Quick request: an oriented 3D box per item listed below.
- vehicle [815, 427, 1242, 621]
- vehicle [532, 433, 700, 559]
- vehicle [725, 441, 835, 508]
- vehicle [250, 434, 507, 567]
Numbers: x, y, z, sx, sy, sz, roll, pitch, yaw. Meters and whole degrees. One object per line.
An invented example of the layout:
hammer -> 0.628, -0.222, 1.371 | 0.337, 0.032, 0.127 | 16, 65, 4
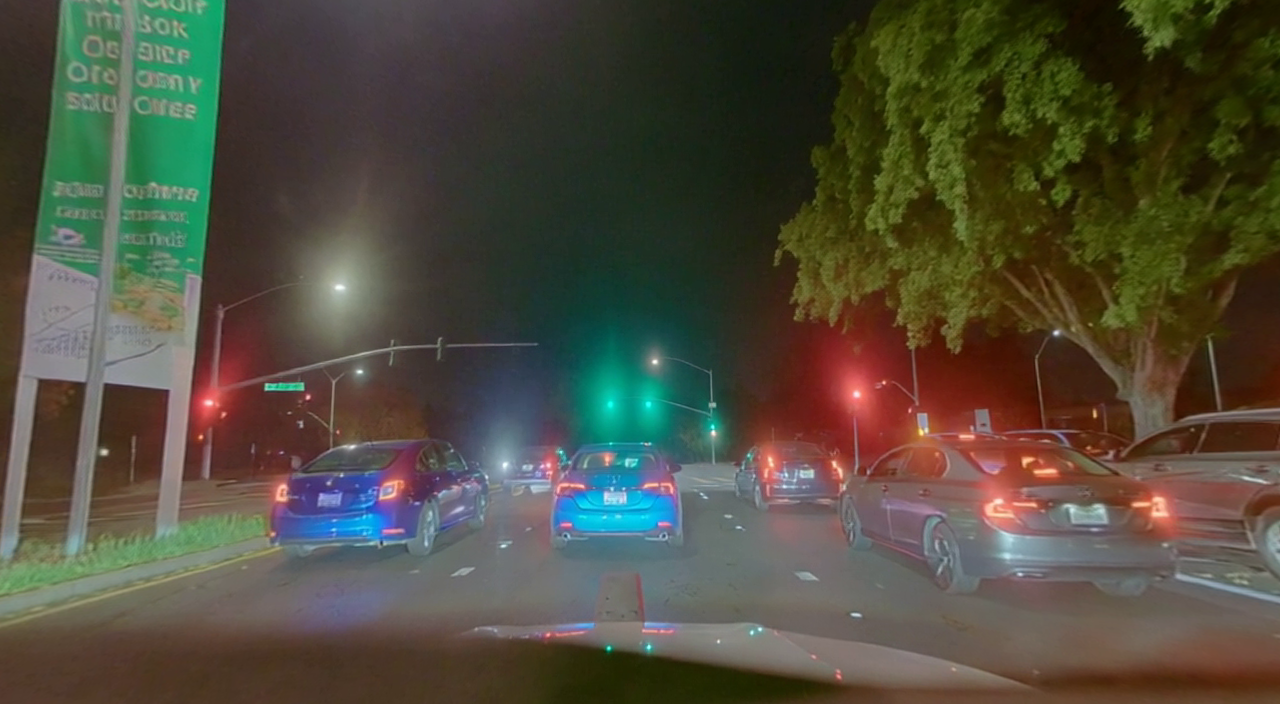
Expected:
vehicle -> 3.617, 1.657, 7.151 | 1.953, 1.471, 4.470 | 0, -8, 0
vehicle -> -0.303, 1.985, 9.400 | 1.994, 1.479, 3.647 | 0, -8, -1
vehicle -> 3.423, 3.049, 16.215 | 1.852, 1.498, 3.825 | 0, -8, -1
vehicle -> -3.360, 1.966, 9.167 | 1.929, 1.457, 4.136 | 0, -8, 0
